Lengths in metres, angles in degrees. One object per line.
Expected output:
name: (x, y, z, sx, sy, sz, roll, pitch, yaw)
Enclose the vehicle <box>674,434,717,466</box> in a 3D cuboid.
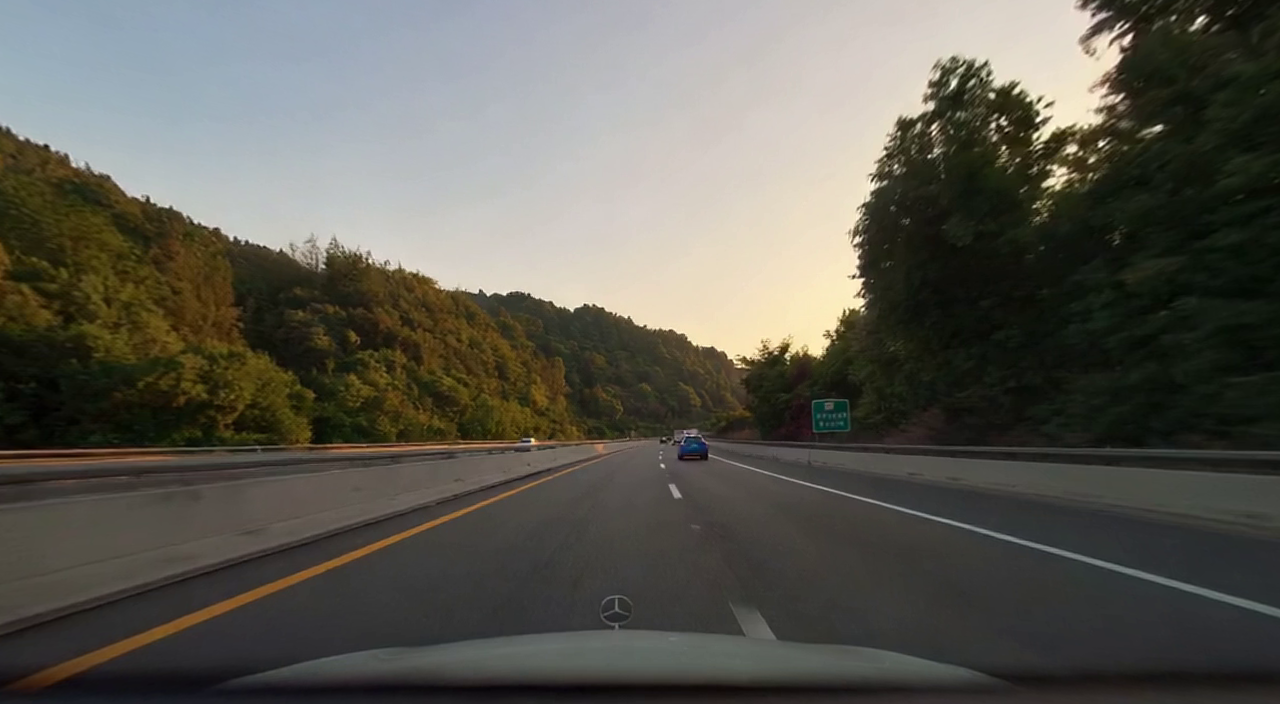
vehicle: (3.064, 5.496, 35.433, 2.022, 1.663, 4.245, -1, -8, 0)
